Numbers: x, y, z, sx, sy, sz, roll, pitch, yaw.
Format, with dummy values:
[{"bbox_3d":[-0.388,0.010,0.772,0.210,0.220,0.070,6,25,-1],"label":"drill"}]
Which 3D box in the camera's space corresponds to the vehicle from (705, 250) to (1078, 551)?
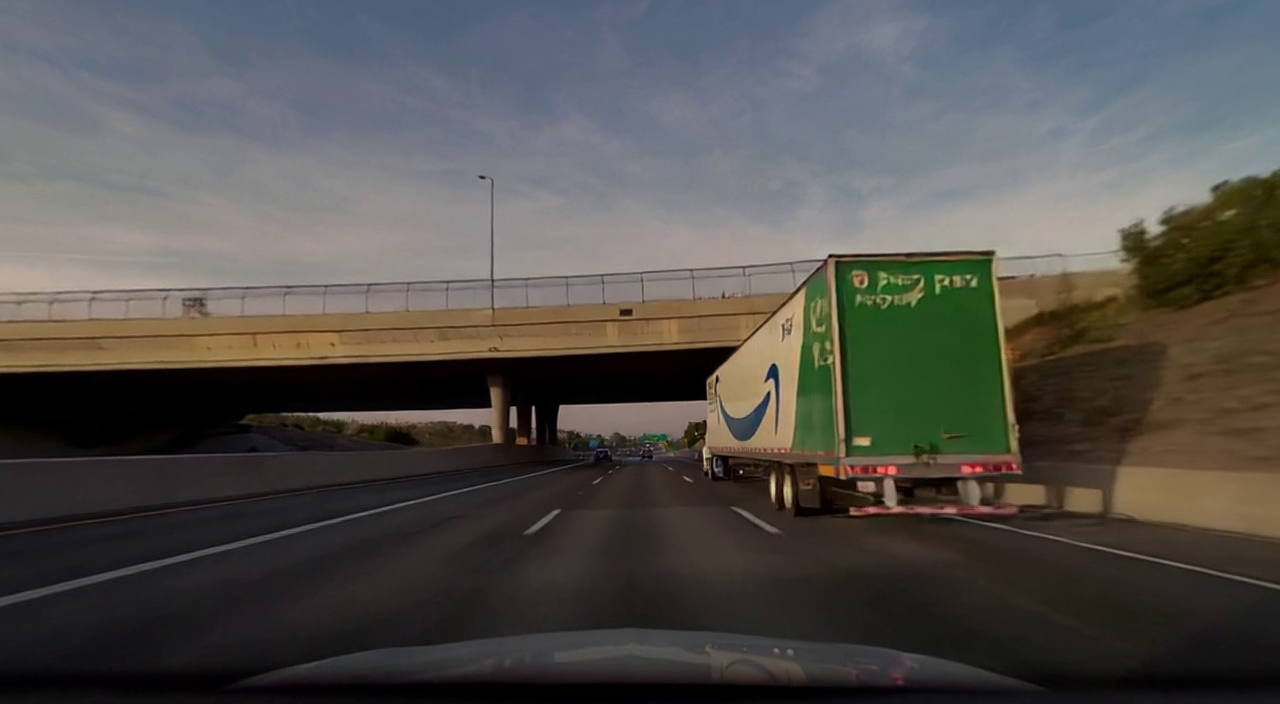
[{"bbox_3d":[4.165,1.851,16.907,2.928,4.021,17.190,0,-9,0],"label":"vehicle"}]
